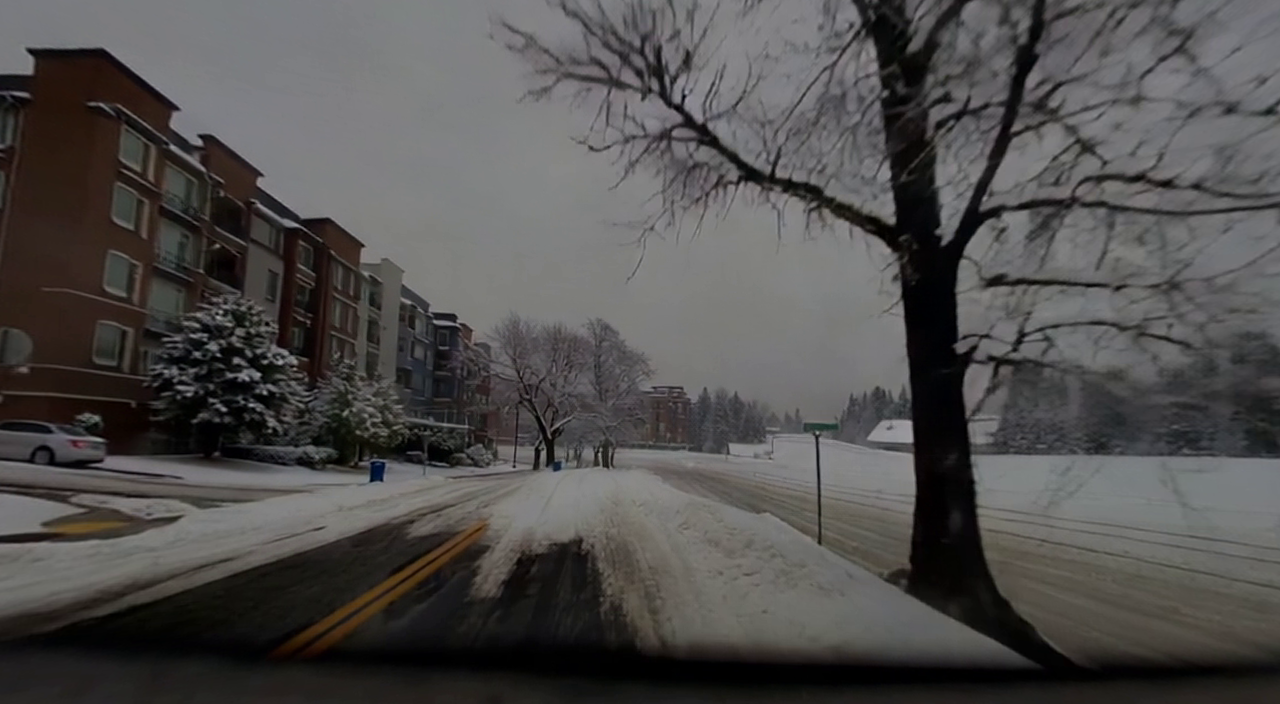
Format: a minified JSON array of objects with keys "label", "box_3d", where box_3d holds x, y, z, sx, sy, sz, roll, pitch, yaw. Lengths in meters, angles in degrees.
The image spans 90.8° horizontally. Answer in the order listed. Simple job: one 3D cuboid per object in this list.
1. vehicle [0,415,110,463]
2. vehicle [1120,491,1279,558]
[{"label":"vehicle","box_3d":[-19.716,2.748,19.920,4.322,1.436,1.827,0,-8,0]},{"label":"vehicle","box_3d":[21.077,6.268,23.500,2.322,1.818,4.871,1,-8,-5]}]
